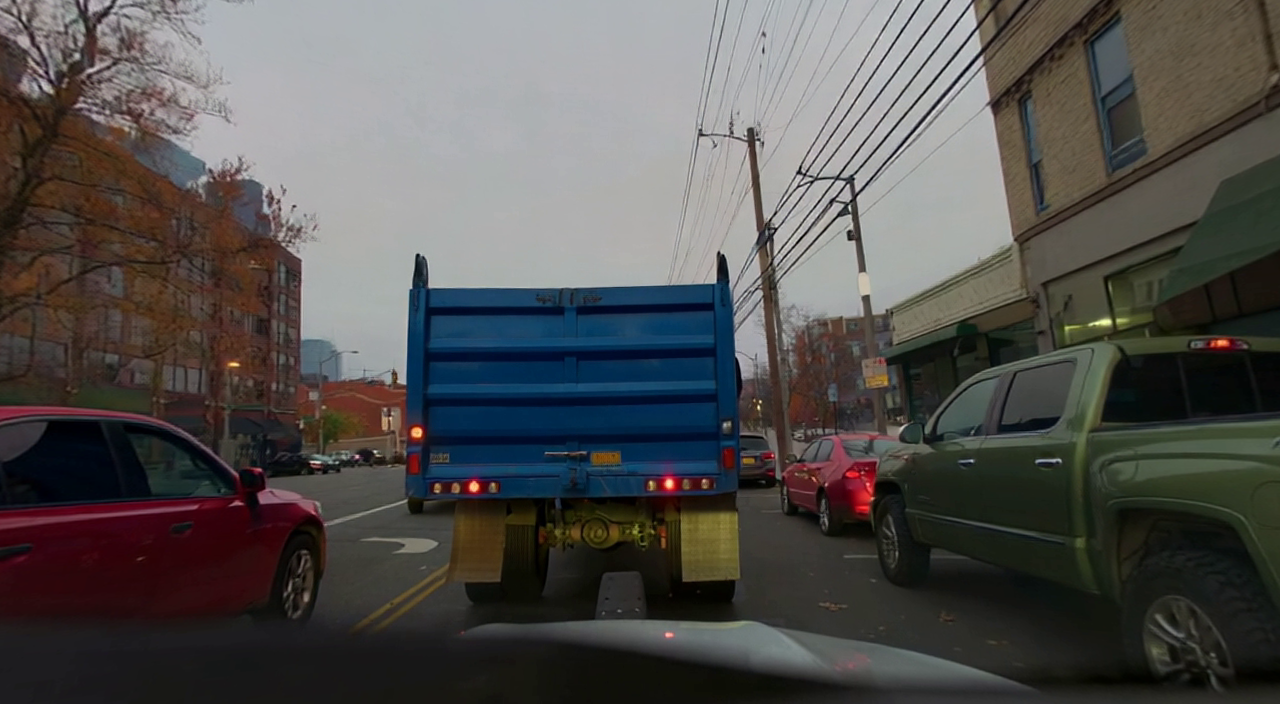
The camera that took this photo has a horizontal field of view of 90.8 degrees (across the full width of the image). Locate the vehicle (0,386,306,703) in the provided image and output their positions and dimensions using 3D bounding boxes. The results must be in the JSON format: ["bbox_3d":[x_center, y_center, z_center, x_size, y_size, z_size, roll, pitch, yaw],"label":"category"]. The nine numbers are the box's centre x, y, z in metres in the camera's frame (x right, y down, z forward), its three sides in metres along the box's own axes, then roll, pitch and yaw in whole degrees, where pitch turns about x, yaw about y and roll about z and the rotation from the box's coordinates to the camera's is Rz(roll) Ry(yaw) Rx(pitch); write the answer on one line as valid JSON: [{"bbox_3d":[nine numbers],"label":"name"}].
[{"bbox_3d":[-4.115,1.078,3.559,1.988,1.657,4.492,0,-8,0],"label":"vehicle"}]

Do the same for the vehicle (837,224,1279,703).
[{"bbox_3d":[3.236,0.845,3.864,2.242,1.979,5.722,0,-8,1],"label":"vehicle"}]

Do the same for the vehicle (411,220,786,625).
[{"bbox_3d":[-0.224,1.101,9.146,2.878,3.204,8.244,0,-8,1],"label":"vehicle"}]
